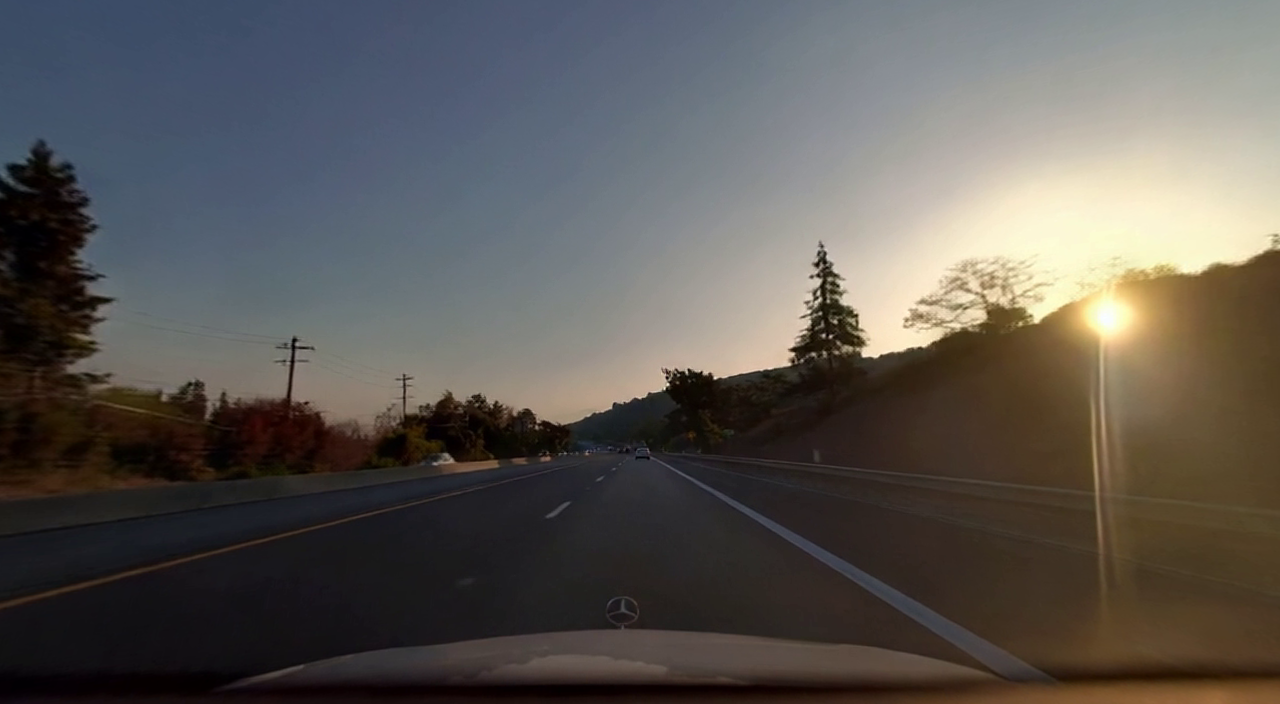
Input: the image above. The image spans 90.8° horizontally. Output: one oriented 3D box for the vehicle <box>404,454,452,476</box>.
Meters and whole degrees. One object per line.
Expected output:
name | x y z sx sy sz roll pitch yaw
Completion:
vehicle | -14.999 8.003 44.917 1.936 1.494 4.515 0 -9 -1
